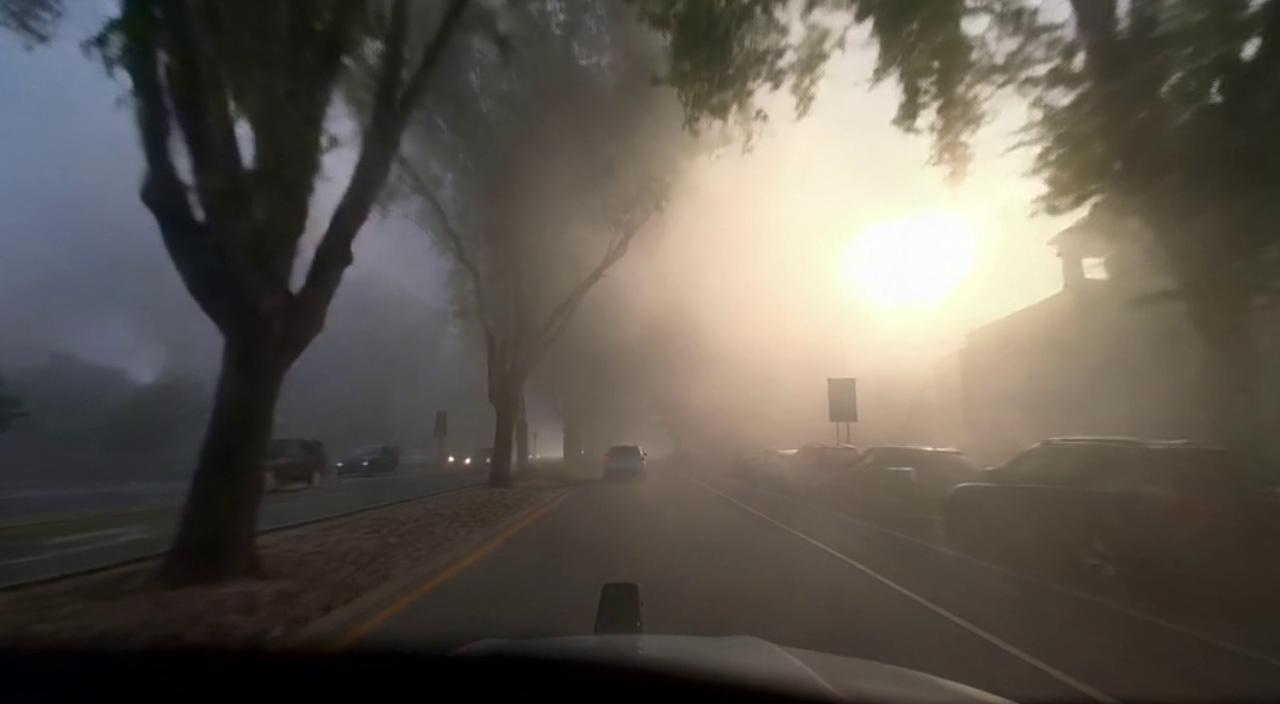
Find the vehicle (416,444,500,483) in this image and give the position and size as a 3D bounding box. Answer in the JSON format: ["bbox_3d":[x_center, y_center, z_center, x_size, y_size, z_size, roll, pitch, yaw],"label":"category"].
[{"bbox_3d":[-7.548,4.673,26.825,2.105,1.474,4.808,0,-8,0],"label":"vehicle"}]

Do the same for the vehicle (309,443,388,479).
[{"bbox_3d":[-15.887,5.950,34.732,2.038,1.813,4.764,0,-9,1],"label":"vehicle"}]

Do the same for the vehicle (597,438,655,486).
[{"bbox_3d":[-0.530,4.226,24.615,2.070,1.698,3.925,0,-8,0],"label":"vehicle"}]

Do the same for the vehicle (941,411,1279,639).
[{"bbox_3d":[5.672,1.714,7.354,2.053,1.799,4.446,0,-8,-1],"label":"vehicle"}]

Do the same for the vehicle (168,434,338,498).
[{"bbox_3d":[-11.924,3.530,20.045,2.020,1.754,5.185,0,-8,1],"label":"vehicle"}]

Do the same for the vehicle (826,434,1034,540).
[{"bbox_3d":[5.536,2.599,12.886,1.996,1.738,4.496,0,-8,-2],"label":"vehicle"}]
